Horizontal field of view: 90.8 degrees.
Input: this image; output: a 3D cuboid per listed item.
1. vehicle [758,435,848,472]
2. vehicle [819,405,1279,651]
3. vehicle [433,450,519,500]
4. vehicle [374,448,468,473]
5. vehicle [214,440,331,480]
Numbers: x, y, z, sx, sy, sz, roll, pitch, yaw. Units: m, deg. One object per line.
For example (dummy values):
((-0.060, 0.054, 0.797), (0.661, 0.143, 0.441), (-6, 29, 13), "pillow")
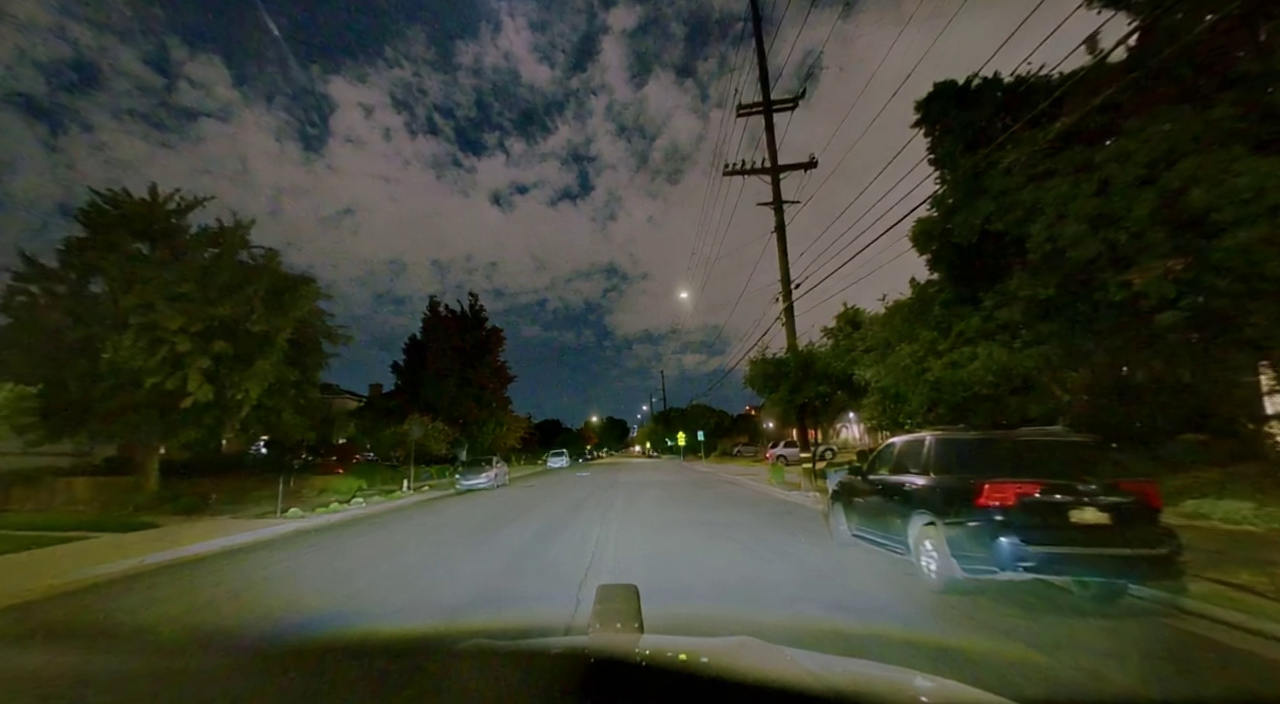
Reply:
((10.079, 6.285, 39.202), (4.822, 1.864, 2.100), (-4, -8, -5), "vehicle")
((3.684, 1.580, 6.780), (2.091, 1.731, 4.410), (0, -9, -2), "vehicle")
((-6.175, 4.666, 24.391), (2.022, 1.550, 4.669), (-4, -9, 0), "vehicle")
((-14.382, 7.160, 41.755), (5.395, 1.615, 2.132), (0, -9, -1), "vehicle")
((-17.134, 5.052, 29.663), (4.123, 1.787, 2.194), (1, -9, -6), "vehicle")
